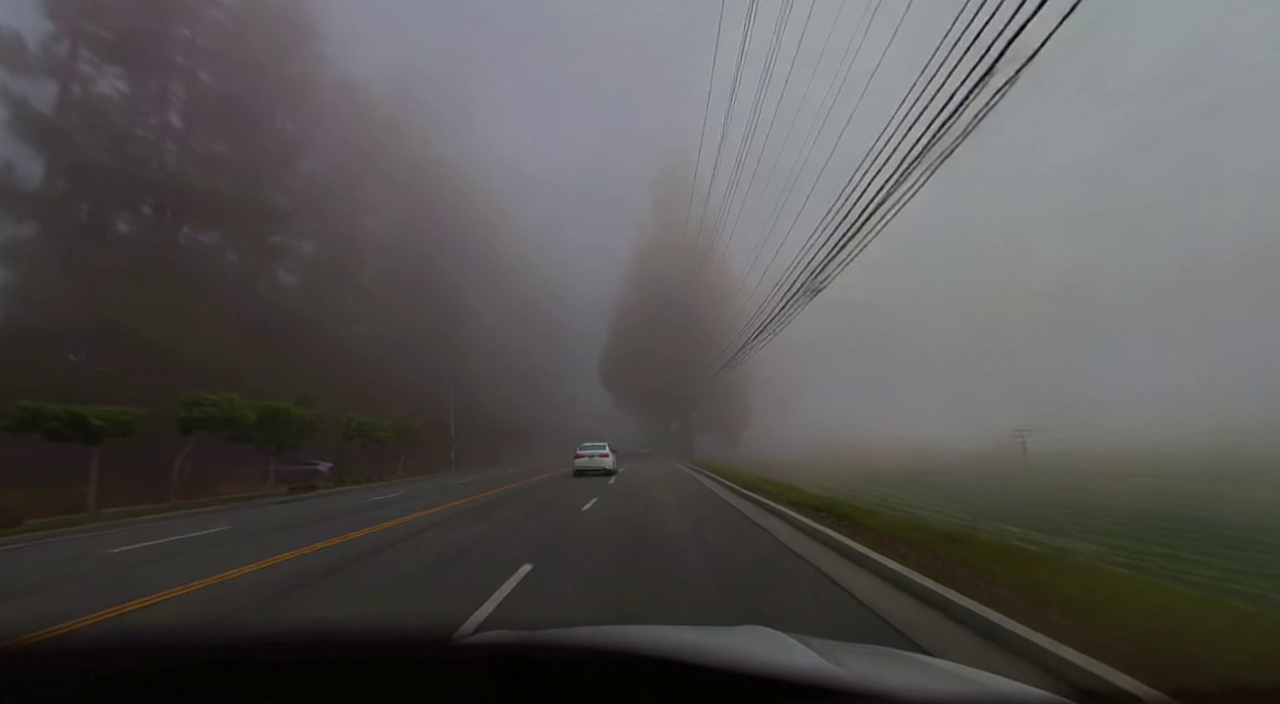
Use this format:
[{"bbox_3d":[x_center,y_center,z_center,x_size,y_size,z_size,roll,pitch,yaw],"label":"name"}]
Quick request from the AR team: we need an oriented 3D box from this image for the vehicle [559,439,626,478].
[{"bbox_3d":[-1.845,4.333,25.884,2.153,1.461,4.374,-1,-8,3],"label":"vehicle"}]

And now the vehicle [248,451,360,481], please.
[{"bbox_3d":[-17.999,6.119,33.933,4.916,1.474,2.008,0,-8,1],"label":"vehicle"}]
